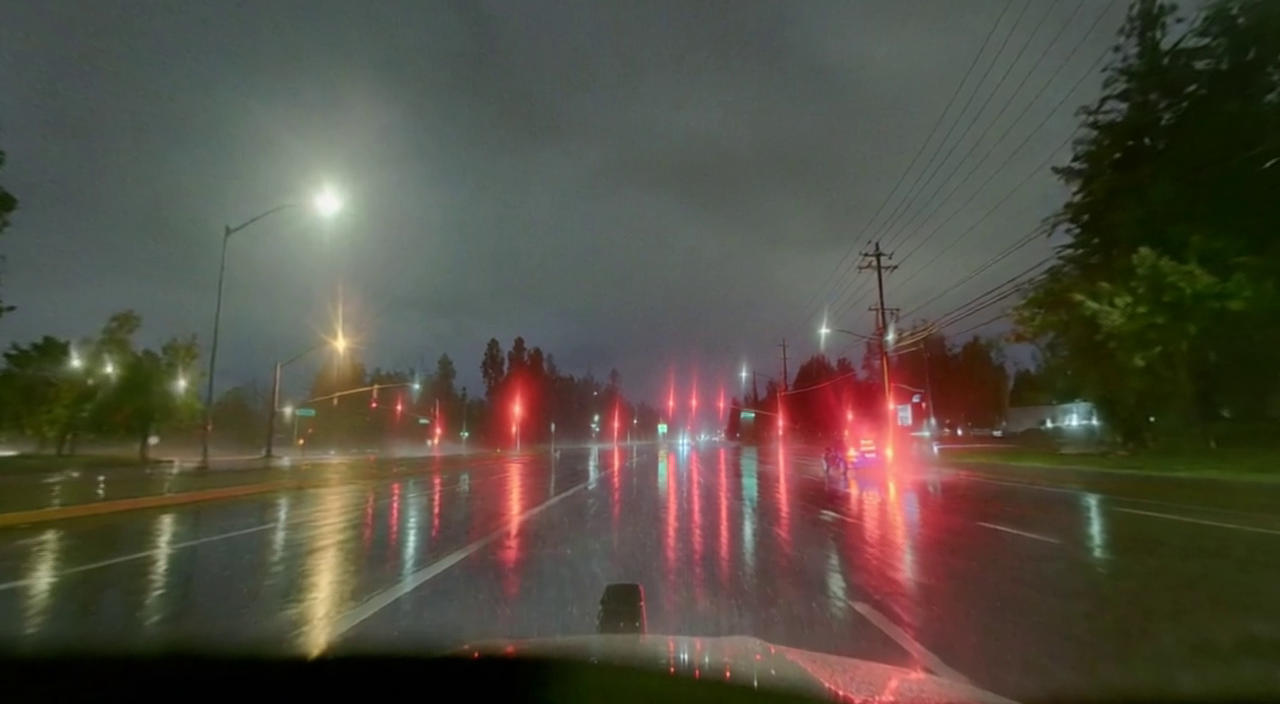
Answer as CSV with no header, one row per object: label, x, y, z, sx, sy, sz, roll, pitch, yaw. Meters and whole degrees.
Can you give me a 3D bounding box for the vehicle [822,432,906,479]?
vehicle,7.988,3.728,22.918,1.797,1.544,3.685,0,-8,2
